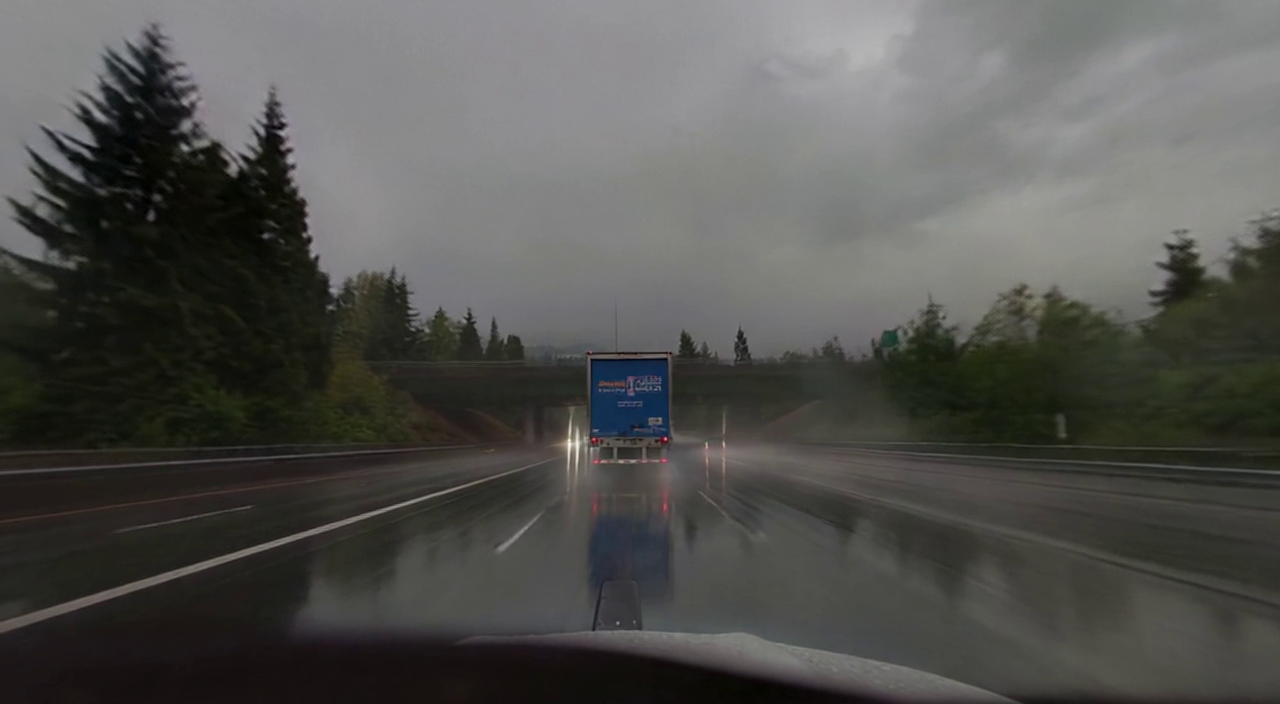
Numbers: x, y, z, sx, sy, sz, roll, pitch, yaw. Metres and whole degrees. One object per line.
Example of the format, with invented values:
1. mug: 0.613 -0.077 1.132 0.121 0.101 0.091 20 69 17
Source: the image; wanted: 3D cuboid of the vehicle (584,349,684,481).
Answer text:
1. vehicle: -0.424 2.500 23.555 2.895 3.861 10.213 0 -8 -3
